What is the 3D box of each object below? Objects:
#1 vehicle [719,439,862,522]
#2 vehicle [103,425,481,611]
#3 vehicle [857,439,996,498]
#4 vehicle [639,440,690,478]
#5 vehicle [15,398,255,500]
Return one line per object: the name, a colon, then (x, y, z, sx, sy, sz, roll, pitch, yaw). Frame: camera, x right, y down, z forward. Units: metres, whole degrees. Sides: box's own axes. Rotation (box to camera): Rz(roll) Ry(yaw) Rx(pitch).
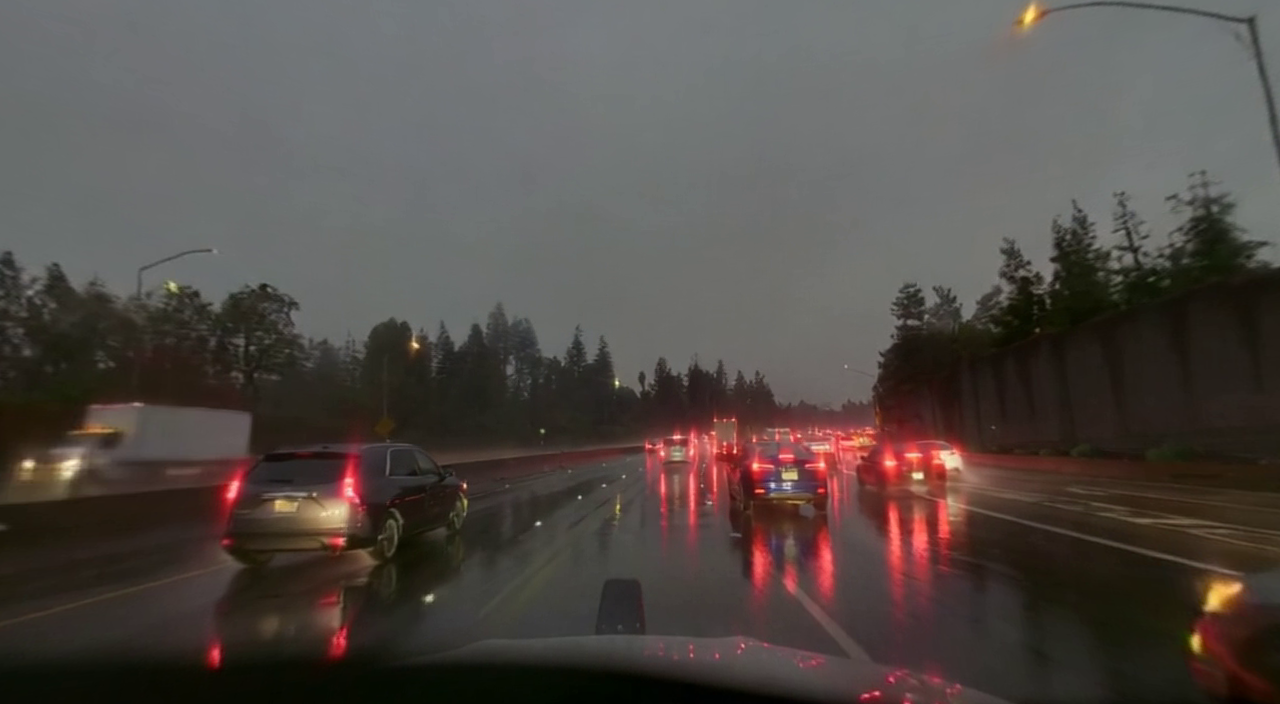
vehicle: (3.018, 2.693, 13.735, 2.009, 1.489, 4.559, 0, -9, 0)
vehicle: (-3.544, 1.762, 7.662, 1.937, 1.558, 4.469, 0, -9, 2)
vehicle: (8.188, 3.359, 18.592, 2.014, 1.506, 4.626, 0, -9, 1)
vehicle: (1.140, 4.873, 28.893, 2.201, 1.614, 3.803, 0, -9, 3)
vehicle: (-19.662, 3.908, 25.447, 2.839, 3.446, 7.700, -1, -9, 4)
